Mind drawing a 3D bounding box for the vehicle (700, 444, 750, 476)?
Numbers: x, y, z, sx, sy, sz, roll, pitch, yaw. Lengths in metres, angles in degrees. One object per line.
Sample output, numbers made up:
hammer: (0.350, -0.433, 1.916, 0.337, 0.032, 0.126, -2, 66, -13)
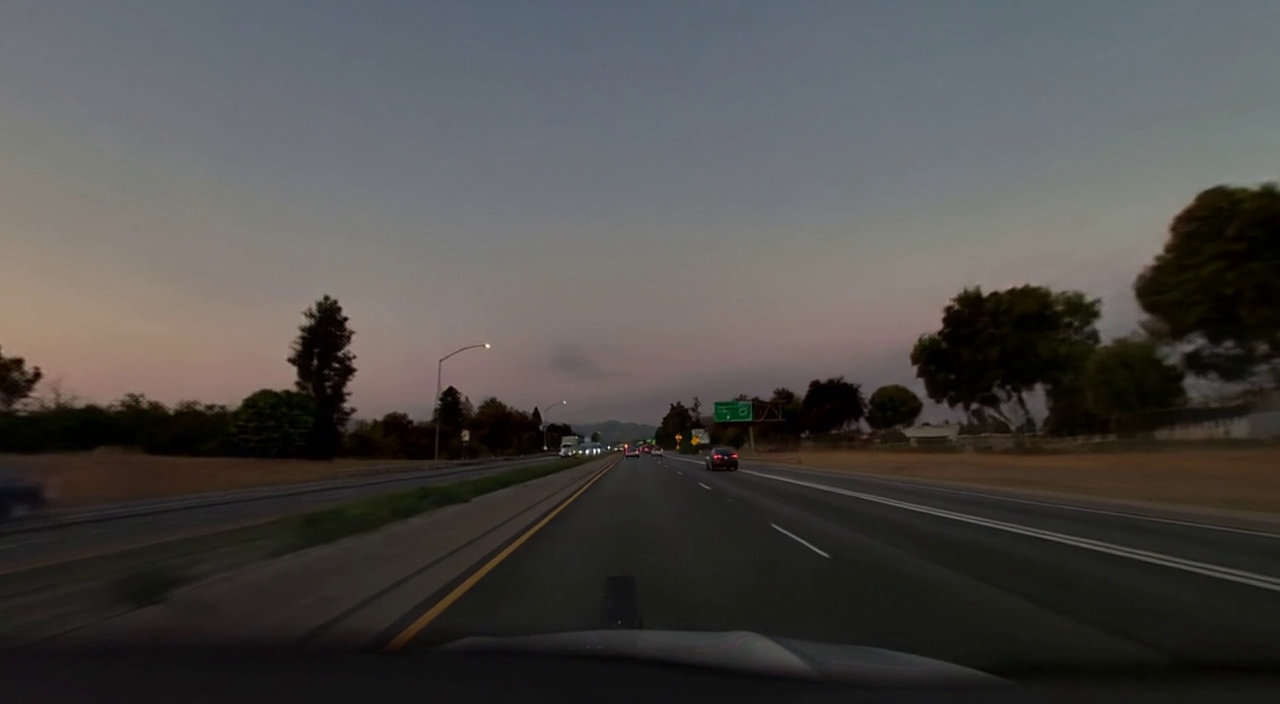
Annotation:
vehicle: (4.213, 5.399, 31.549, 1.917, 1.488, 3.693, 0, -9, -1)
